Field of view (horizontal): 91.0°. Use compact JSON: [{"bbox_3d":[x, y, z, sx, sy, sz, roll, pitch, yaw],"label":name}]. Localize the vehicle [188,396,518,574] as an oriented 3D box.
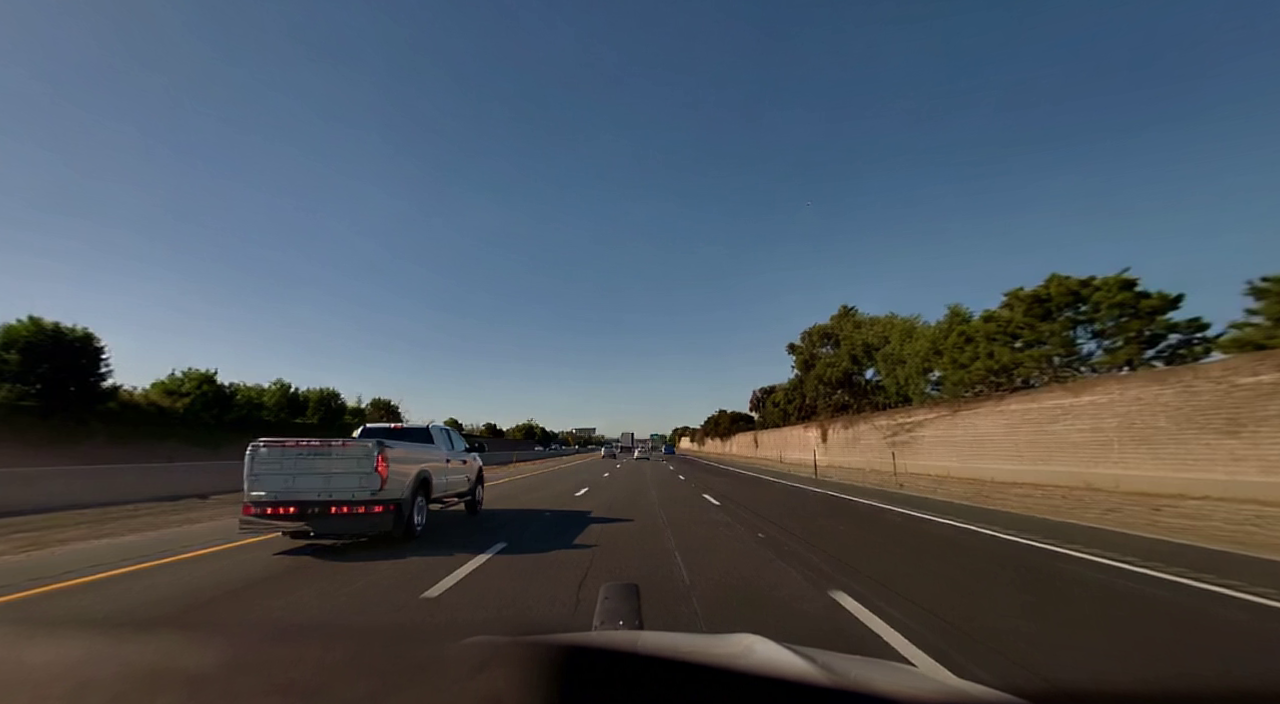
[{"bbox_3d":[-3.694,1.862,9.729,2.379,1.918,5.504,0,-8,1],"label":"vehicle"}]
